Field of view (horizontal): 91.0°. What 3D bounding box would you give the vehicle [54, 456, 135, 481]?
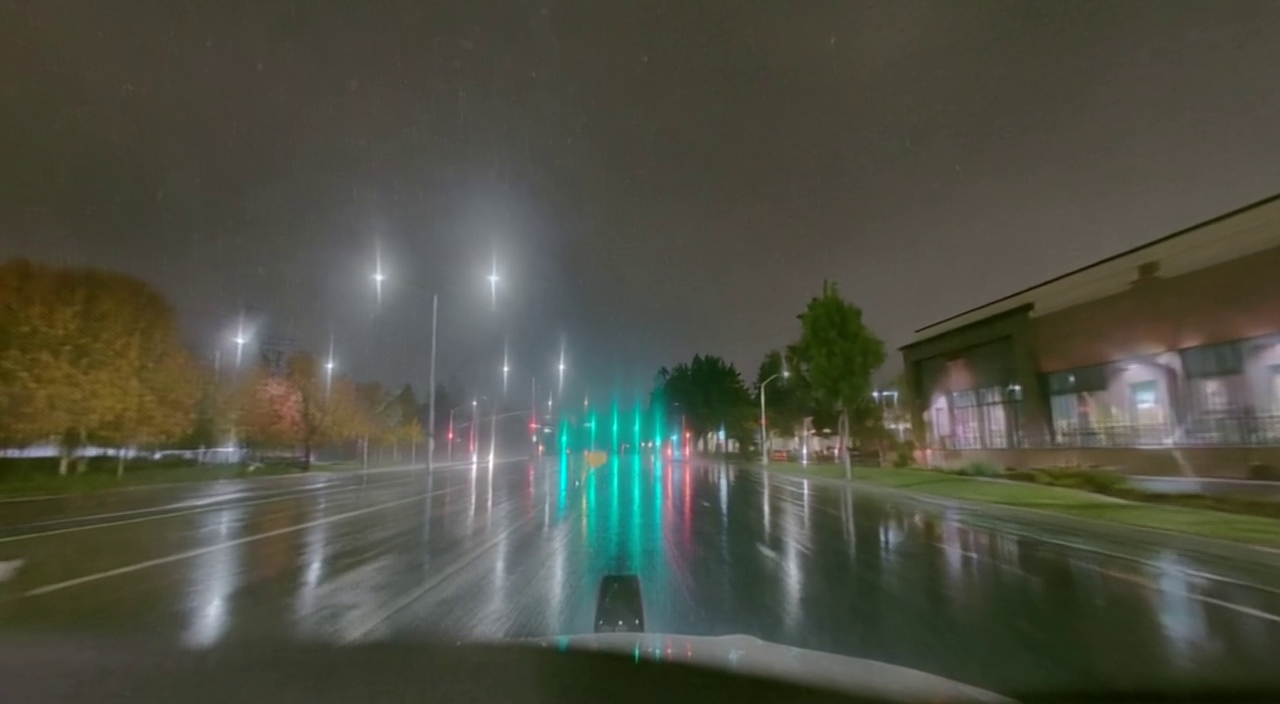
[{"bbox_3d":[-32.843,7.014,37.945,3.282,1.336,1.542,-1,-9,-4],"label":"vehicle"}]
